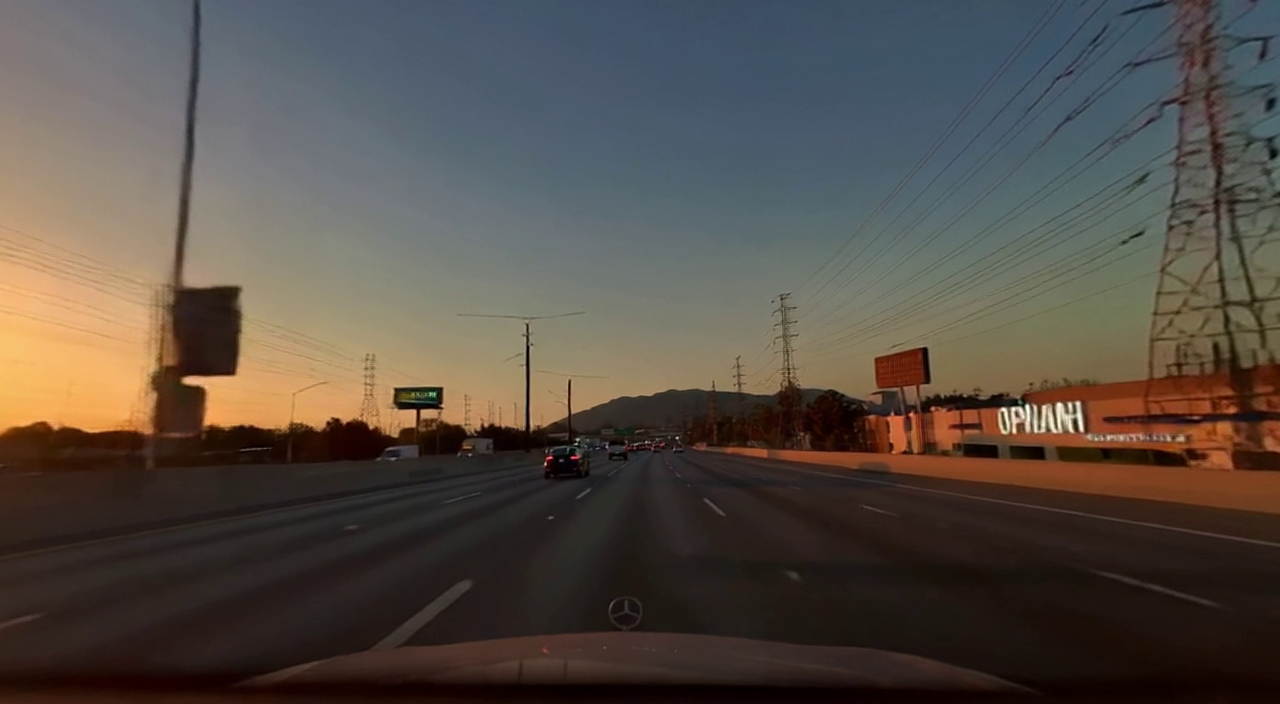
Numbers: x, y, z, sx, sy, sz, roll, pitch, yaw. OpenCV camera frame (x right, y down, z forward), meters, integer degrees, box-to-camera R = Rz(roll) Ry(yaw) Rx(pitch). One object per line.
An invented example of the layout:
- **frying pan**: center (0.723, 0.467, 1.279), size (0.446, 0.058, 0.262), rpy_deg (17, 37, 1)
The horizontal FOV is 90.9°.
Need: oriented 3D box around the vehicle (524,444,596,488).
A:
- **vehicle**: center (-2.768, 4.031, 22.692), size (1.891, 1.444, 3.968), rpy_deg (0, -8, 2)
